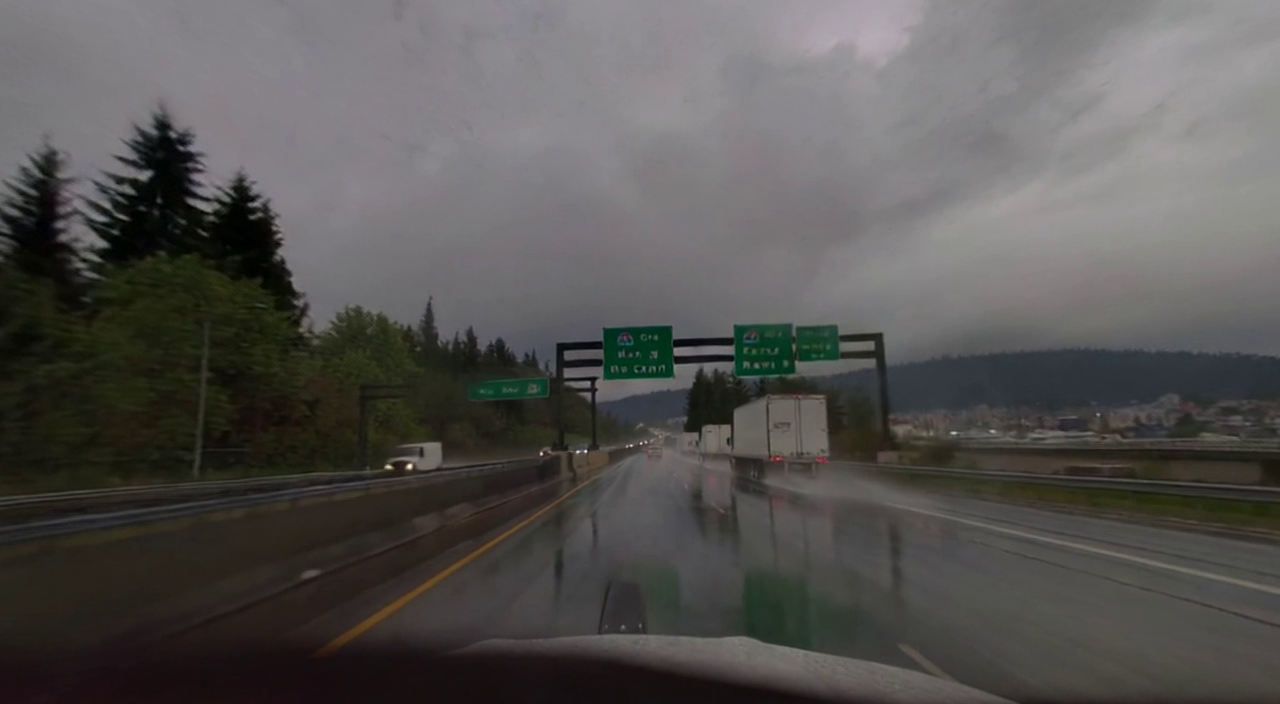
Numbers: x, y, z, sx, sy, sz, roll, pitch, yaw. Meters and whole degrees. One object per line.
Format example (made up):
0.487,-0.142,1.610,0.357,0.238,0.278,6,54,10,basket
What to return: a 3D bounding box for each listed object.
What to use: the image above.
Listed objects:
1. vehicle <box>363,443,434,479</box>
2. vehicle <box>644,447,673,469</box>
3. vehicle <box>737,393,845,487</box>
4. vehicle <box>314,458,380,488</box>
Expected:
-13.439,6.087,35.414,2.077,1.870,4.723,0,-9,1,vehicle
1.308,7.707,46.088,2.049,1.500,3.790,0,-9,1,vehicle
6.022,3.732,26.494,2.743,3.367,7.306,0,-9,1,vehicle
-17.077,7.046,36.941,1.865,1.513,3.969,0,-8,0,vehicle
